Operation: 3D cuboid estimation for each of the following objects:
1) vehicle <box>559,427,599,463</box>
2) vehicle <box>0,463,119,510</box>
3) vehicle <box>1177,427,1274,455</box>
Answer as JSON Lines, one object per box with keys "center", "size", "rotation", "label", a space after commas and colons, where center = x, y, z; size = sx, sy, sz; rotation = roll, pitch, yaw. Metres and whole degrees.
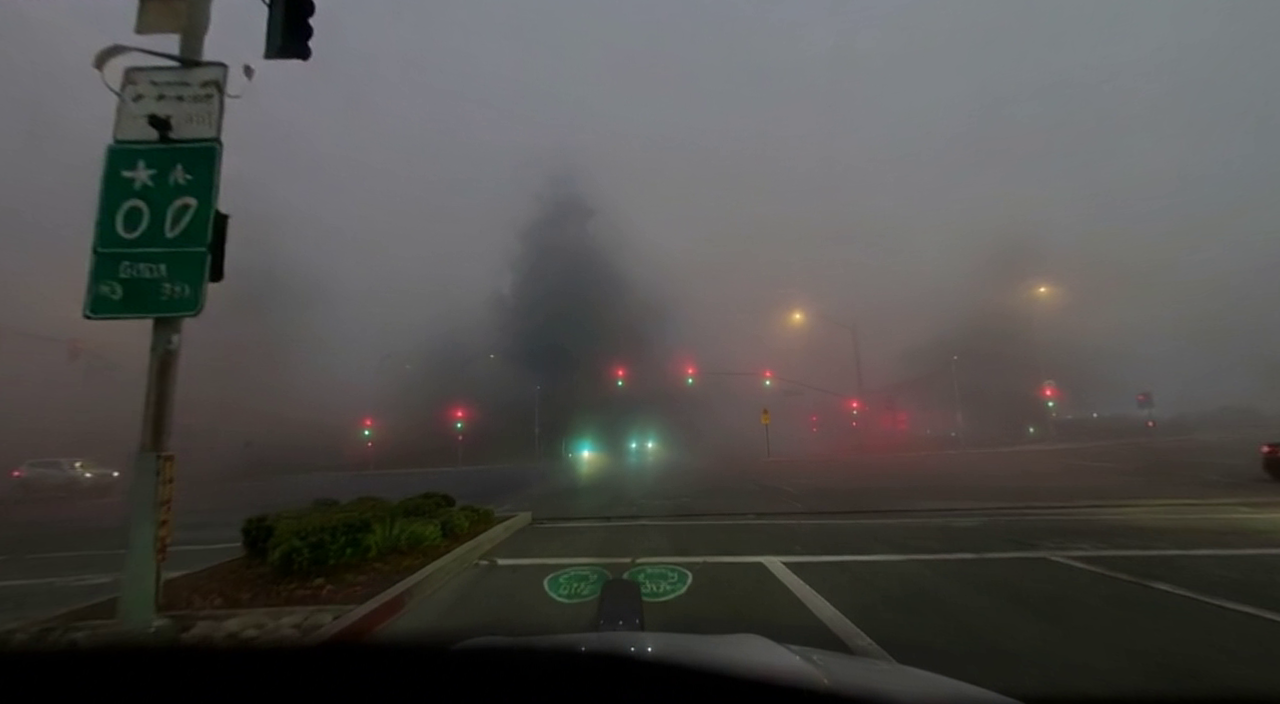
{"center": [-4.630, 7.220, 48.888], "size": [2.522, 2.605, 6.598], "rotation": [0, -9, -1], "label": "vehicle"}
{"center": [-24.482, 5.416, 25.712], "size": [4.706, 1.734, 2.253], "rotation": [-1, -9, 6], "label": "vehicle"}
{"center": [40.082, 6.144, 43.456], "size": [2.173, 1.751, 4.931], "rotation": [-1, -9, 5], "label": "vehicle"}
